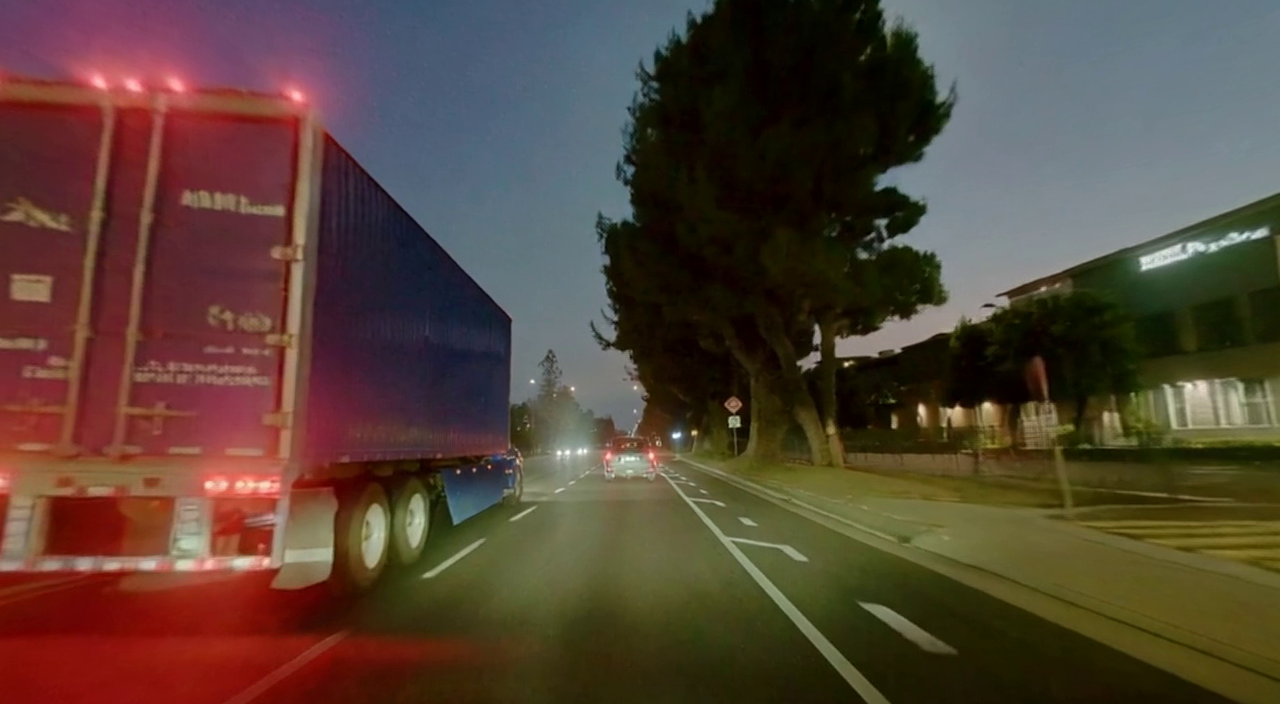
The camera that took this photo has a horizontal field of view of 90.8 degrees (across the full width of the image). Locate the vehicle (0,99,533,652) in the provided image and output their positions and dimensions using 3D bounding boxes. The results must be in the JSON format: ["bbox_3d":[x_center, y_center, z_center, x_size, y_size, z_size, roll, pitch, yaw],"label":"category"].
[{"bbox_3d":[-3.988,0.815,9.584,2.996,3.902,10.410,0,-9,-1],"label":"vehicle"}]

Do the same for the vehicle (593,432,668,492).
[{"bbox_3d":[-0.309,3.379,19.701,2.094,1.682,3.866,0,-9,-1],"label":"vehicle"}]
